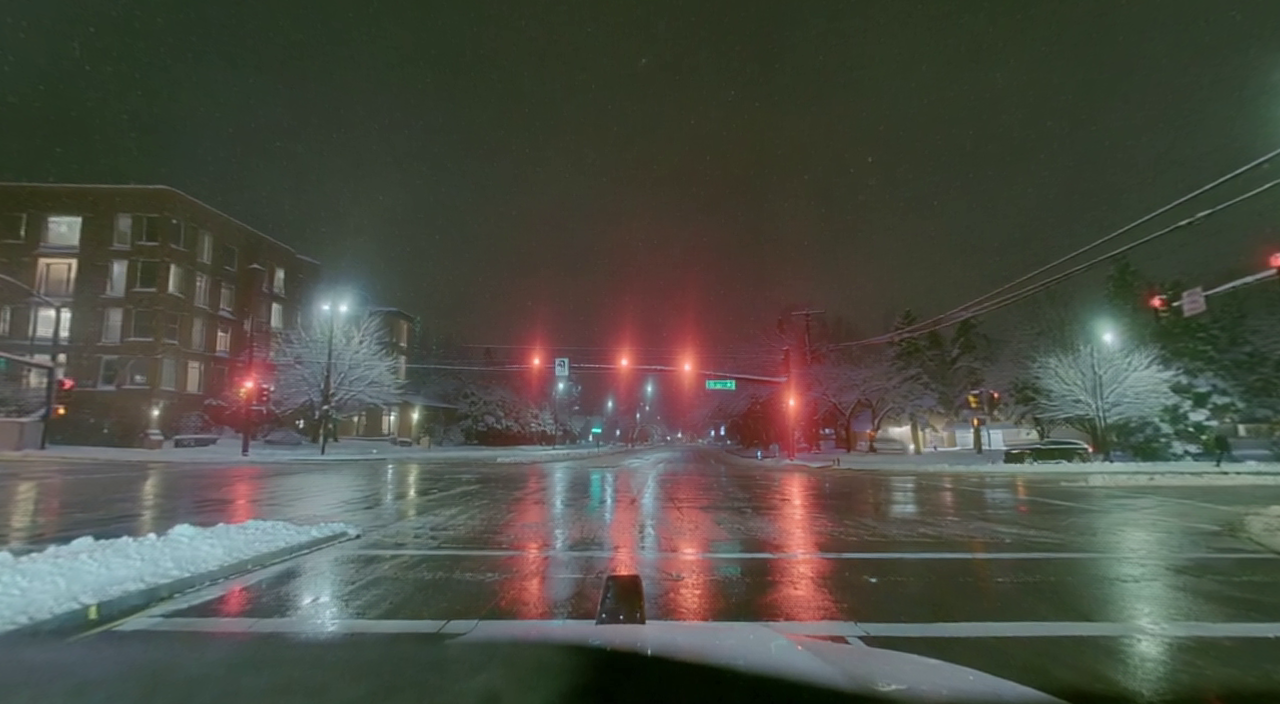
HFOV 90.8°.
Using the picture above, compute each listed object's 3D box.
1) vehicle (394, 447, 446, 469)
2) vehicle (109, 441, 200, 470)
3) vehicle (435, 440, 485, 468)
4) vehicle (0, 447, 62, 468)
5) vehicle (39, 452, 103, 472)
[{"bbox_3d":[-15.524,7.446,44.792,2.056,1.450,4.343,0,-8,0],"label":"vehicle"},{"bbox_3d":[-34.926,7.417,45.728,2.204,1.955,5.518,0,-8,0],"label":"vehicle"},{"bbox_3d":[-11.975,6.799,42.315,2.080,1.763,4.341,0,-8,0],"label":"vehicle"},{"bbox_3d":[-45.279,7.758,46.586,1.858,1.467,3.624,0,-8,0],"label":"vehicle"},{"bbox_3d":[-41.605,8.022,46.272,1.552,1.339,3.340,-2,-9,-1],"label":"vehicle"}]
